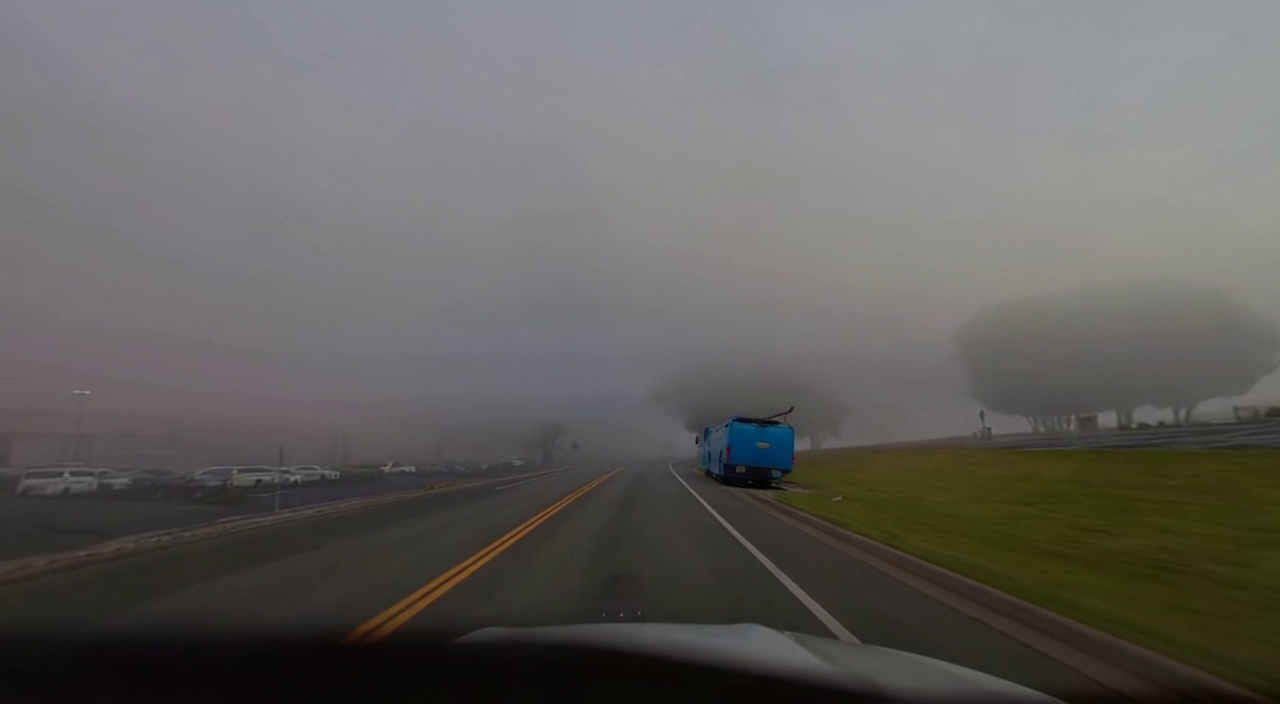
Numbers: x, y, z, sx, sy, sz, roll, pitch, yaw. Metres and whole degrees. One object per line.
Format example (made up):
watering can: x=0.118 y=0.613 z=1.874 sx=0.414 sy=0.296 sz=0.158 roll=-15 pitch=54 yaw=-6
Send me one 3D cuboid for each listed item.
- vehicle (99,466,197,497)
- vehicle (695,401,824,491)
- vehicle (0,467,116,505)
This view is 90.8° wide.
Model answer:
vehicle: x=-30.114 y=7.924 z=38.741 sx=4.371 sy=1.750 sz=1.940 roll=0 pitch=-9 yaw=1
vehicle: x=4.545 y=3.965 z=26.818 sx=3.282 sy=3.067 sz=10.181 roll=0 pitch=-8 yaw=-1
vehicle: x=-30.947 y=7.064 z=33.457 sx=4.597 sy=1.865 sz=2.036 roll=-1 pitch=-9 yaw=4
